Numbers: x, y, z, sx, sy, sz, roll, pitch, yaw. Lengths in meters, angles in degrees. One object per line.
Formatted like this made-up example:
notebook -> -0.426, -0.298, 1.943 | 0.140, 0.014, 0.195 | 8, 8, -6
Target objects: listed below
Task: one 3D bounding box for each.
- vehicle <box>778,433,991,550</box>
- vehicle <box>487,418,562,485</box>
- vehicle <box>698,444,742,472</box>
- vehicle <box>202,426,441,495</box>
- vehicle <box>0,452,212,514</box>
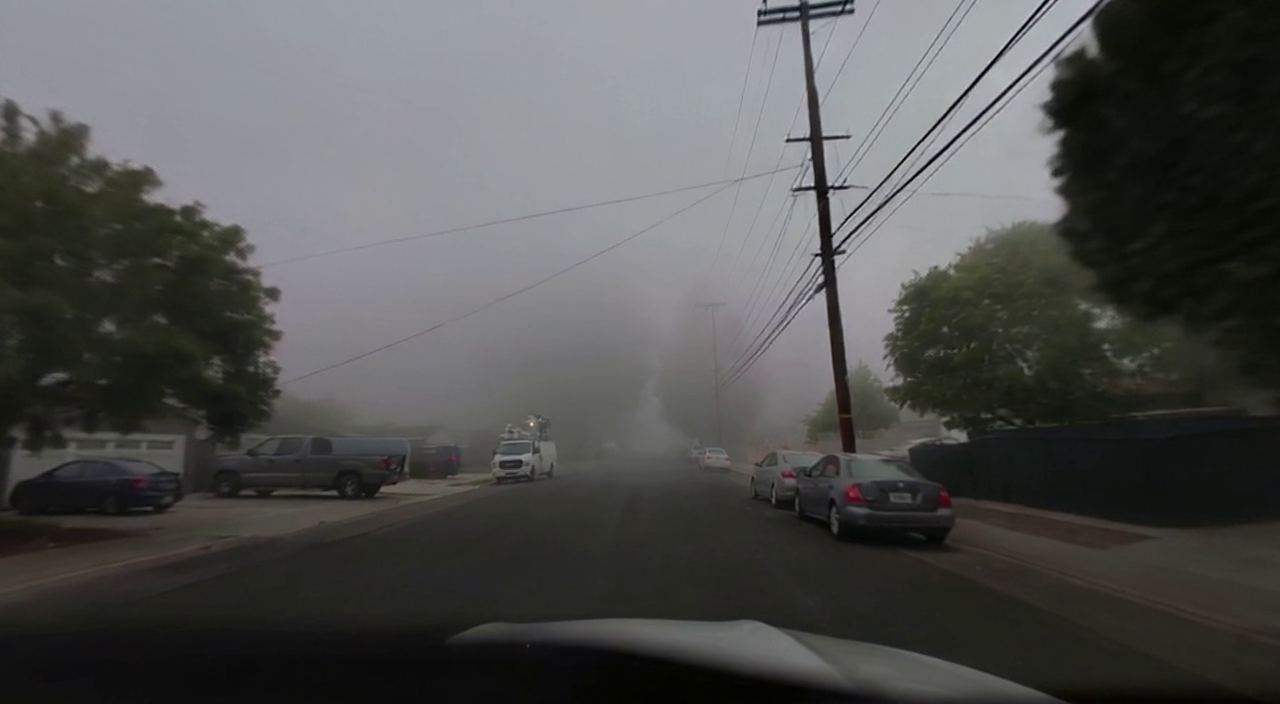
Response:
vehicle -> 3.810, 2.229, 10.959 | 1.970, 1.530, 4.899 | 0, -8, 3
vehicle -> -5.586, 4.909, 31.448 | 2.313, 2.875, 6.057 | -3, -8, 2
vehicle -> 4.719, 6.328, 37.874 | 2.016, 1.544, 4.645 | 0, -8, 0
vehicle -> -10.376, 3.573, 21.067 | 6.540, 2.079, 2.565 | 0, -8, 2
vehicle -> -14.587, 3.491, 17.060 | 4.565, 1.489, 1.950 | 1, -8, -1
